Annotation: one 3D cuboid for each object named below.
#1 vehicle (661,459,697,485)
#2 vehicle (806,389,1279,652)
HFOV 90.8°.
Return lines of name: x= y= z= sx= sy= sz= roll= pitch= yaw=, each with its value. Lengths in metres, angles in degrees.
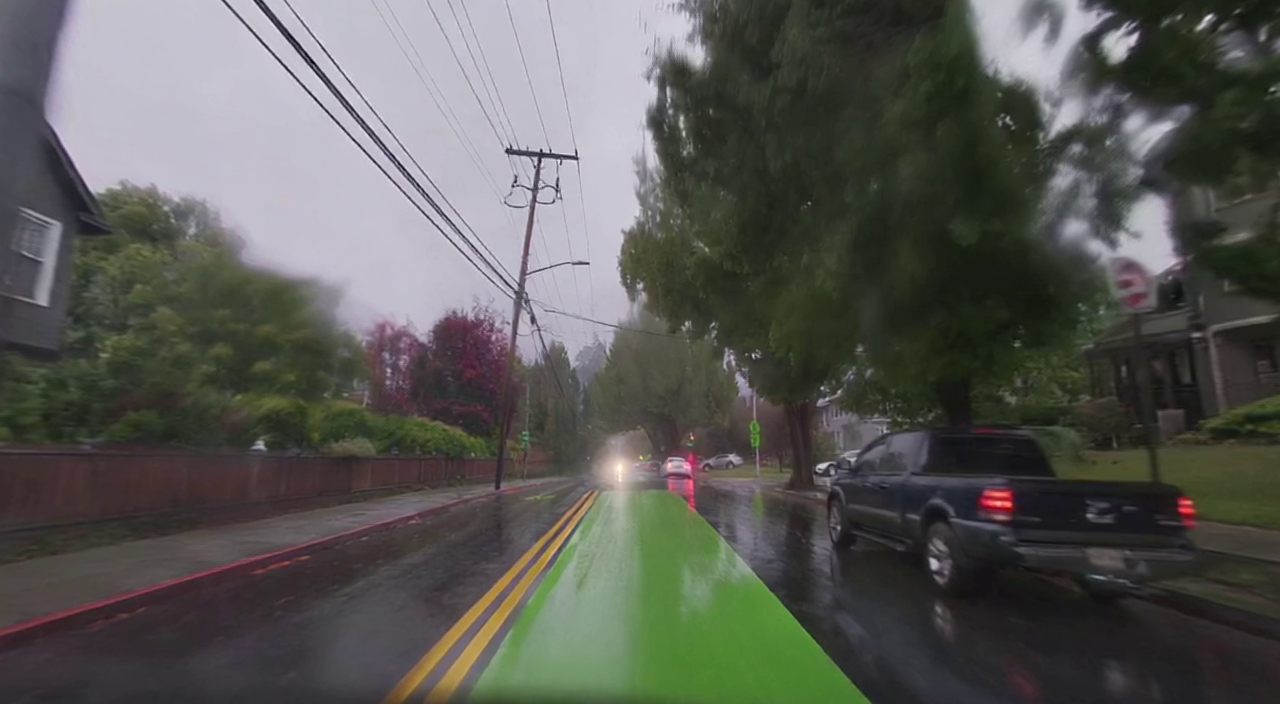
vehicle: x=2.623 y=8.249 z=43.857 sx=1.989 sy=1.545 sz=5.423 roll=0 pitch=-8 yaw=-2
vehicle: x=3.452 y=1.477 z=6.680 sx=2.097 sy=1.742 sz=4.789 roll=0 pitch=-8 yaw=0
